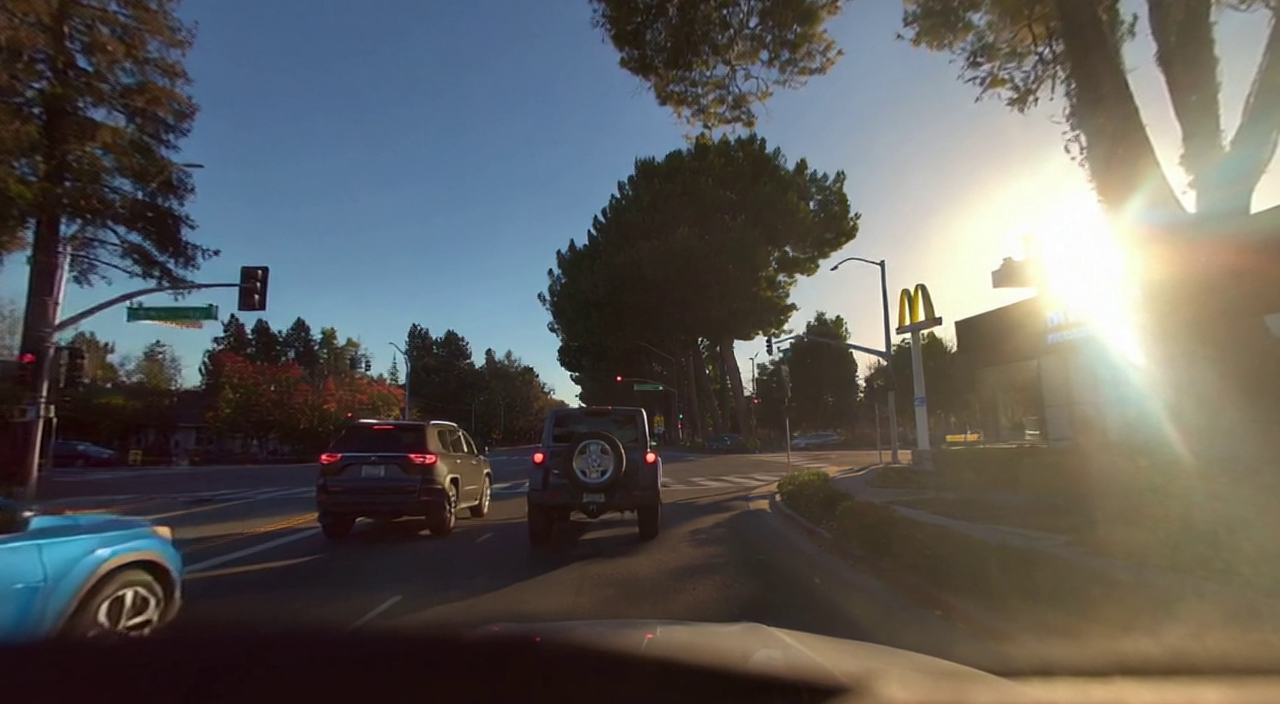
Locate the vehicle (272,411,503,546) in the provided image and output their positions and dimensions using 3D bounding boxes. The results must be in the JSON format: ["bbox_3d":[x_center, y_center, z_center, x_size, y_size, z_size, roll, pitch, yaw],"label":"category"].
[{"bbox_3d":[-3.947,2.065,10.942,2.130,1.819,4.497,0,-8,0],"label":"vehicle"}]

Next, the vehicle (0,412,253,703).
[{"bbox_3d":[-3.885,0.955,2.429,1.941,1.479,4.541,0,-8,-1],"label":"vehicle"}]

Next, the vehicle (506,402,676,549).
[{"bbox_3d":[-0.724,1.970,10.736,2.224,1.923,4.643,0,-8,-2],"label":"vehicle"}]
